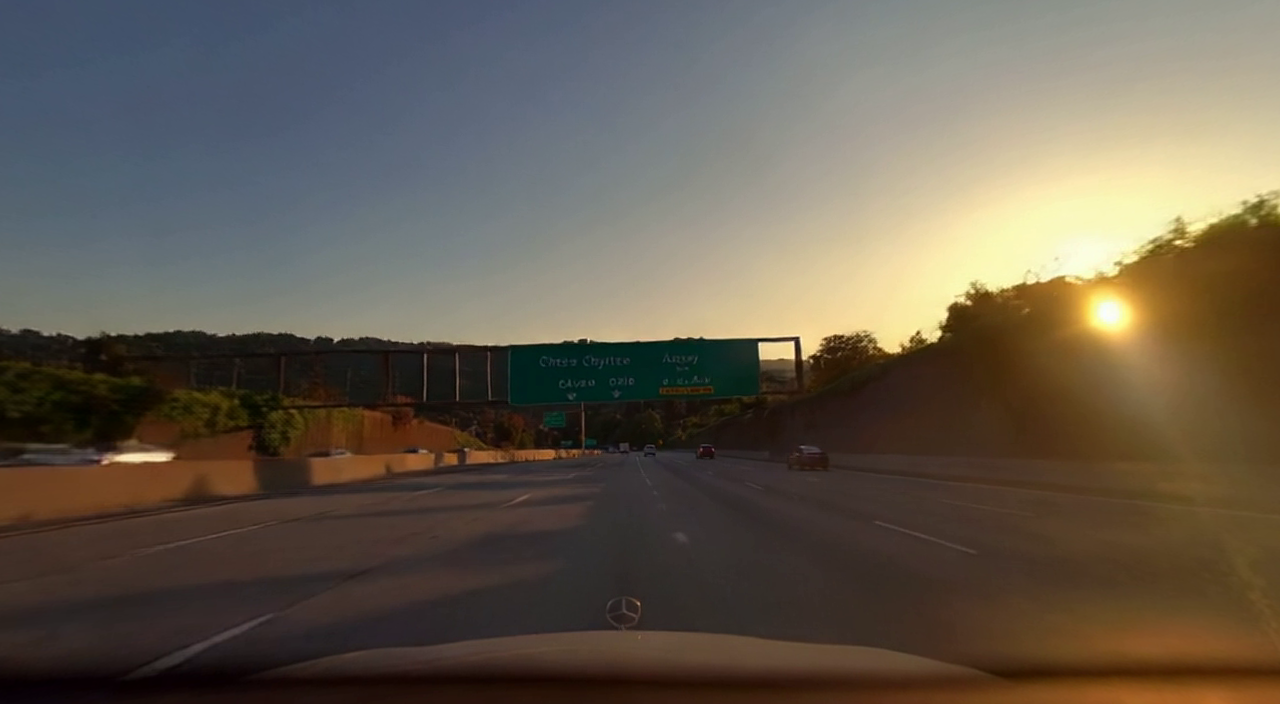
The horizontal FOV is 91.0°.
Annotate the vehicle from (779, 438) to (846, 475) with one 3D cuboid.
[{"bbox_3d":[8.971,5.497,33.185,2.167,1.781,4.340,0,-9,-1],"label":"vehicle"}]
